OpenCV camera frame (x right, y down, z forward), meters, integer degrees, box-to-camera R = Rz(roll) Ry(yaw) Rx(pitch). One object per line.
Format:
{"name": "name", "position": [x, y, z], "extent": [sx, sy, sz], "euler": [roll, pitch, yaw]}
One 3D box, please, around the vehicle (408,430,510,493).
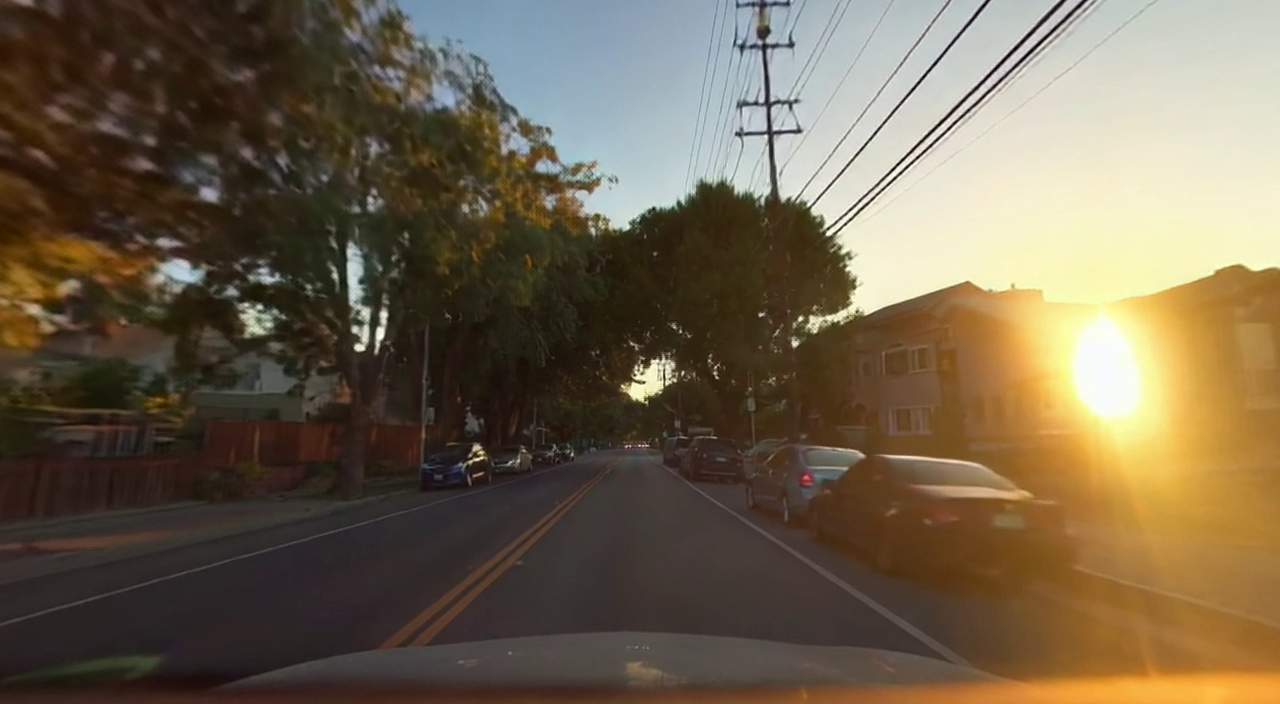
{"name": "vehicle", "position": [-6.749, 4.092, 24.285], "extent": [2.451, 2.099, 5.112], "euler": [-1, -7, -1]}

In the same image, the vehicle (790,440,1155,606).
{"name": "vehicle", "position": [3.347, 1.772, 7.589], "extent": [1.967, 1.382, 4.361], "euler": [0, -8, -1]}

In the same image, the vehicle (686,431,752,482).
{"name": "vehicle", "position": [3.229, 4.402, 26.965], "extent": [2.065, 1.953, 5.359], "euler": [0, -8, -1]}

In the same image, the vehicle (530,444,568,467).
{"name": "vehicle", "position": [-6.920, 7.938, 48.604], "extent": [2.084, 1.573, 4.599], "euler": [-2, -7, 2]}
